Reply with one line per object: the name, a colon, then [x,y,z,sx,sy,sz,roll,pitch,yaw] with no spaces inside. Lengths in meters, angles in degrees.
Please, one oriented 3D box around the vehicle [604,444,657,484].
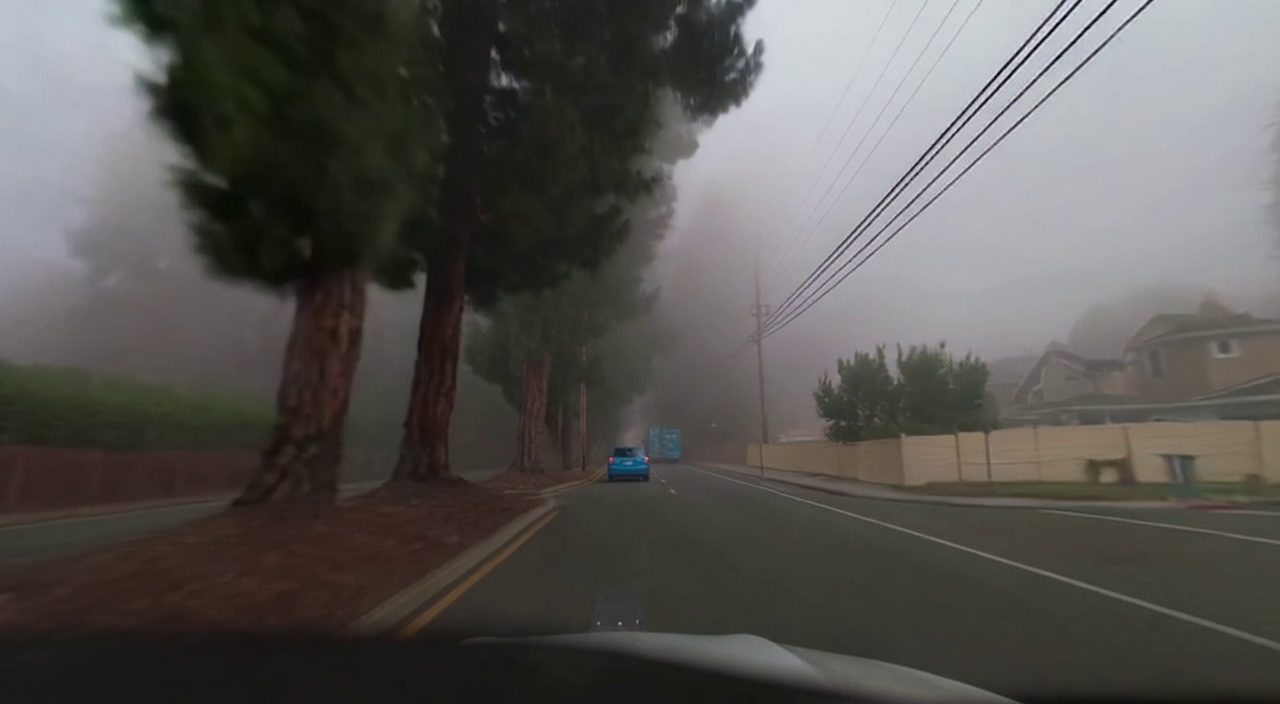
vehicle: [-0.401,4.574,26.239,2.018,1.511,3.993,0,-8,-1]
